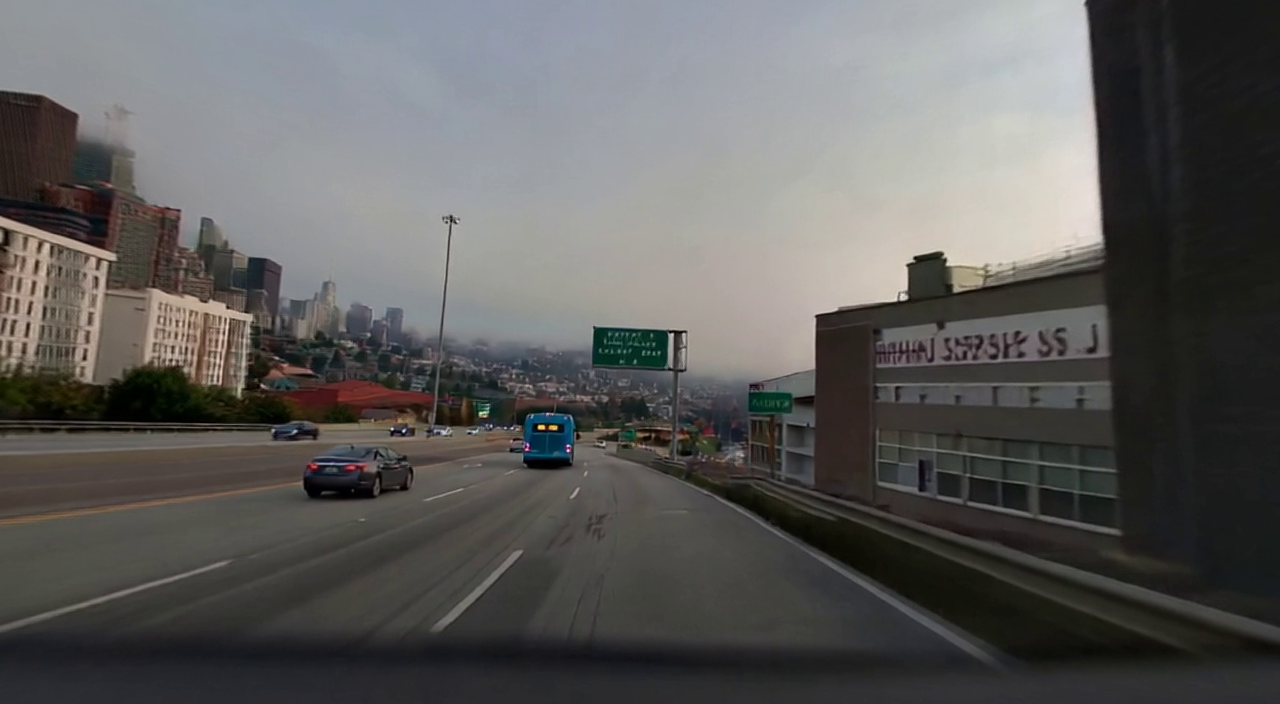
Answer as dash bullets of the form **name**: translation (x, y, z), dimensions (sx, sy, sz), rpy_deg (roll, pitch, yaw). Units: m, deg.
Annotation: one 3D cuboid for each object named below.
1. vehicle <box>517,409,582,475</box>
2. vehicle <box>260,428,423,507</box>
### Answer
- **vehicle**: translation (-4.690, 4.754, 33.114), dimensions (2.888, 2.944, 8.373), rpy_deg (2, -9, -7)
- **vehicle**: translation (-7.310, 2.874, 16.058), dimensions (1.993, 1.690, 4.450), rpy_deg (0, -9, -1)
